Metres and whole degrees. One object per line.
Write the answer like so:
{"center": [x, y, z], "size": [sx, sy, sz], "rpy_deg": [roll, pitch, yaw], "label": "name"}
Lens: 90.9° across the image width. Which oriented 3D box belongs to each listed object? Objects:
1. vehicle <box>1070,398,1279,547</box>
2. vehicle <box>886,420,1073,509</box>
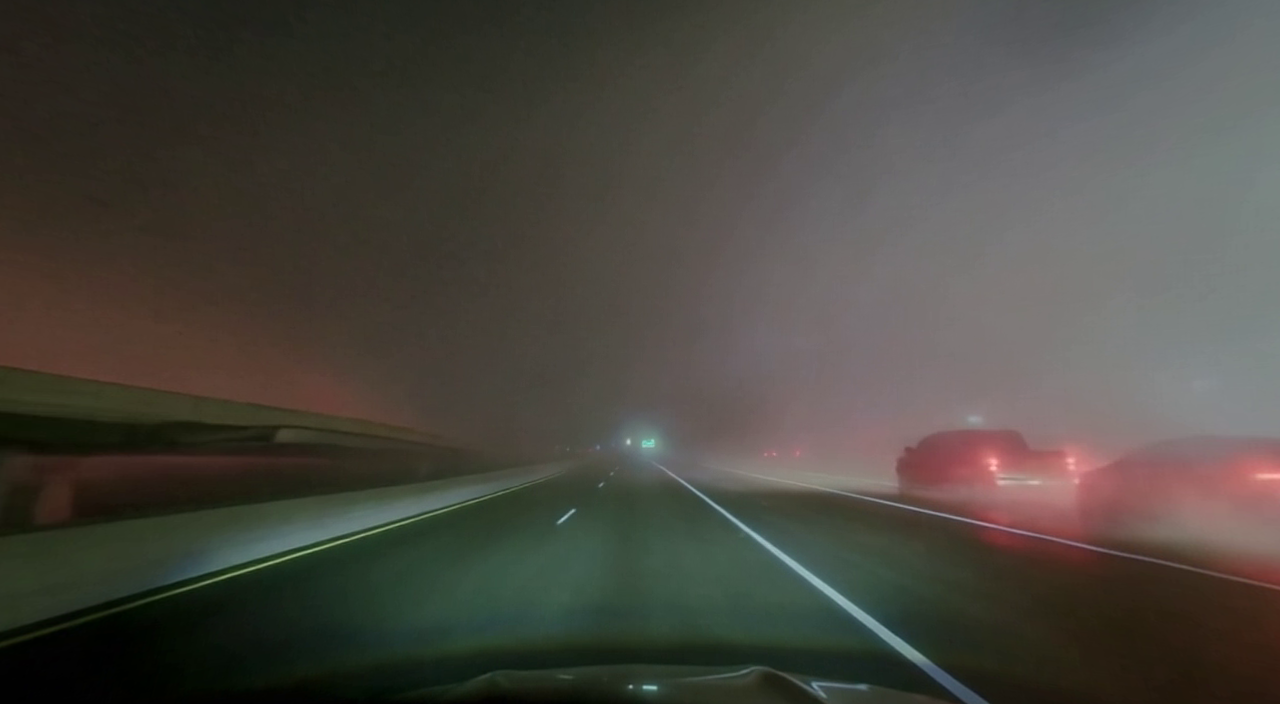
{"center": [16.239, 3.120, 16.821], "size": [2.887, 3.412, 9.164], "rpy_deg": [0, -9, -1], "label": "vehicle"}
{"center": [15.002, 5.078, 29.202], "size": [3.233, 3.414, 9.483], "rpy_deg": [0, -9, -1], "label": "vehicle"}
